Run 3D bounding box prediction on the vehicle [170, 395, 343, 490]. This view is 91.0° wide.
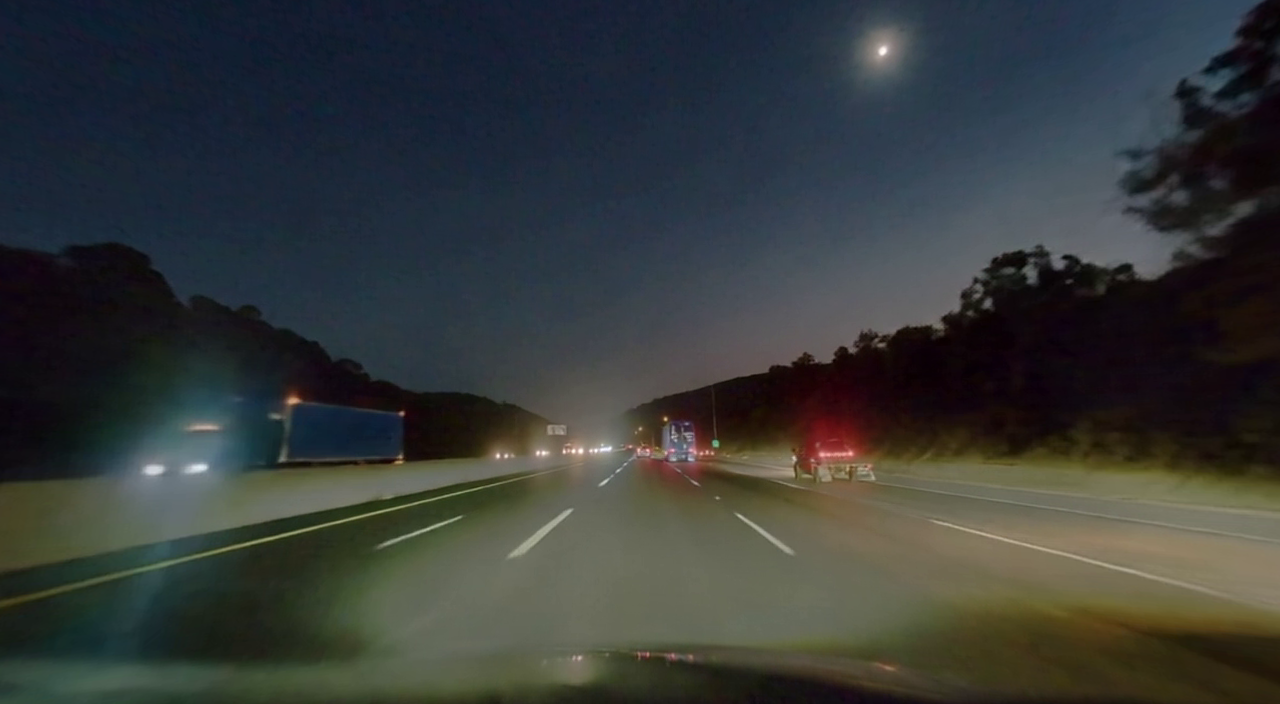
[{"bbox_3d":[-18.213,4.480,30.916,3.033,3.995,8.483,-1,-9,0],"label":"vehicle"}]
